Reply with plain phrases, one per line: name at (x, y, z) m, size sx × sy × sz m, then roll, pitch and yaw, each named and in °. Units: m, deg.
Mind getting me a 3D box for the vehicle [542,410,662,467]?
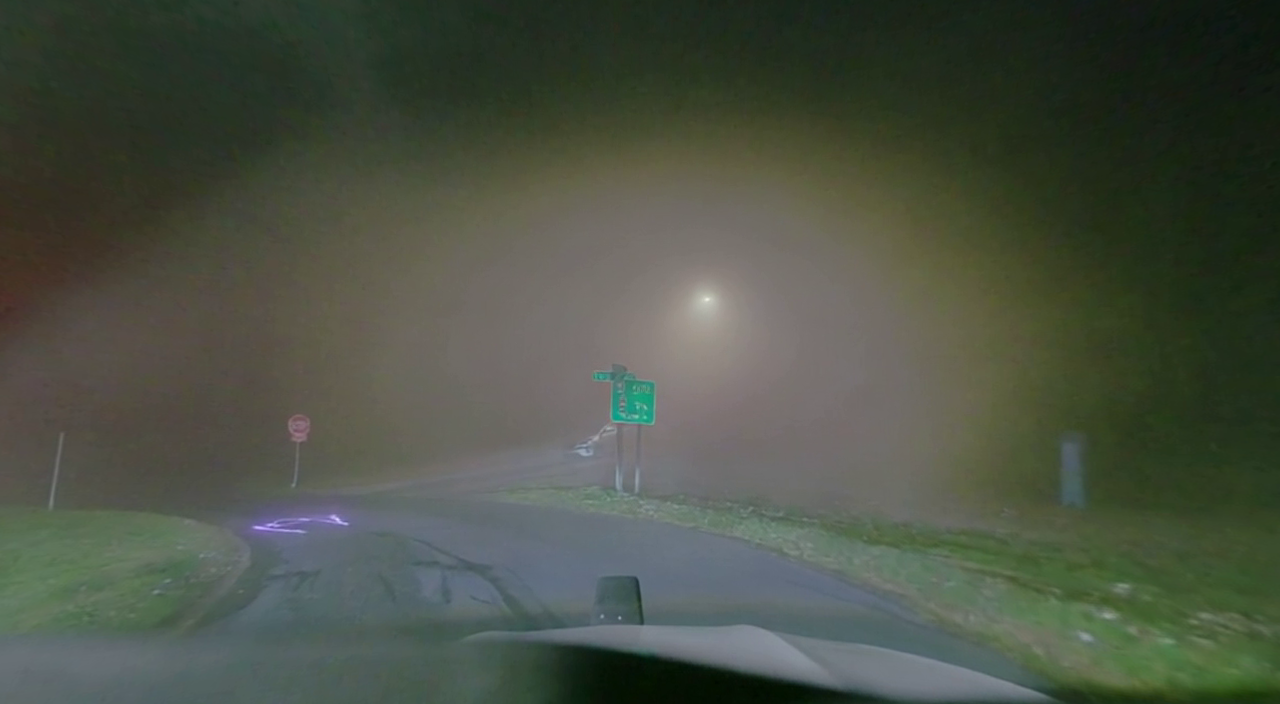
vehicle at (-1.425, 3.369, 24.794) m, size 1.914 × 1.574 × 4.403 m, roll -11°, pitch -6°, yaw 44°
